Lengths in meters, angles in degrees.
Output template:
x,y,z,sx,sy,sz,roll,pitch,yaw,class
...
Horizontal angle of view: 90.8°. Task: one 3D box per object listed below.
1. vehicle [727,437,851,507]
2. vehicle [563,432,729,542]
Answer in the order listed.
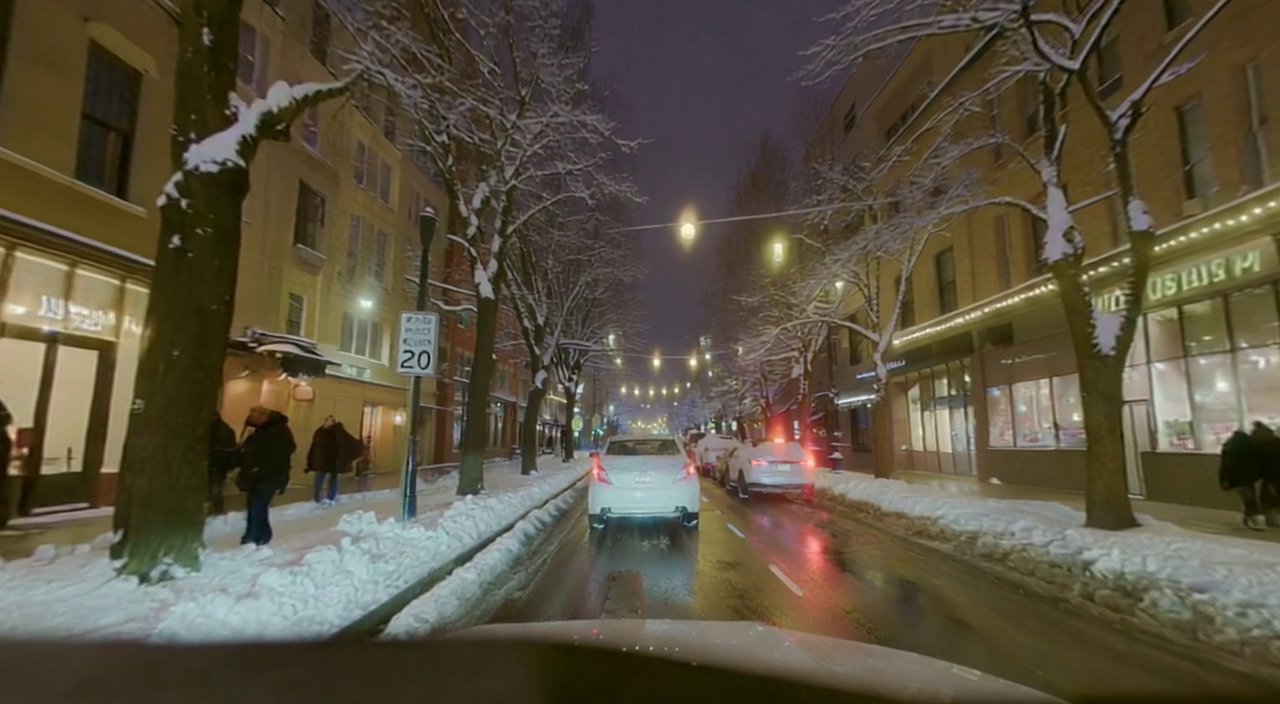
x,y,z,sx,sy,sz,roll,pitch,yaw,class
3.629,3.009,16.311,2.025,1.523,4.426,0,-9,-1,vehicle
0.033,2.156,10.758,2.261,1.474,4.130,0,-8,-1,vehicle
